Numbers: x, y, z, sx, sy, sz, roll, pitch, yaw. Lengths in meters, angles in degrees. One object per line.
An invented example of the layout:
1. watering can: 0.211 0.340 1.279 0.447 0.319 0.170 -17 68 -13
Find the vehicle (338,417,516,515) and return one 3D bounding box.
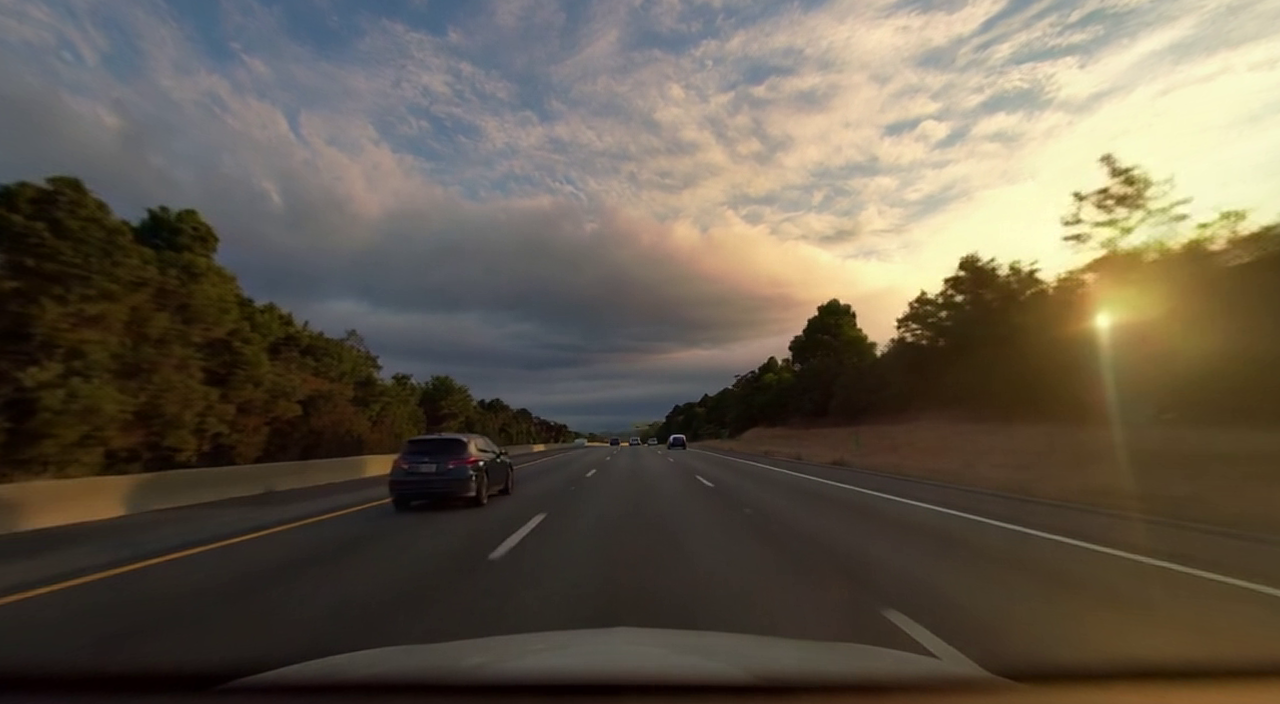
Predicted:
1. vehicle: -4.134 2.287 13.198 2.185 1.677 4.390 0 -8 0
